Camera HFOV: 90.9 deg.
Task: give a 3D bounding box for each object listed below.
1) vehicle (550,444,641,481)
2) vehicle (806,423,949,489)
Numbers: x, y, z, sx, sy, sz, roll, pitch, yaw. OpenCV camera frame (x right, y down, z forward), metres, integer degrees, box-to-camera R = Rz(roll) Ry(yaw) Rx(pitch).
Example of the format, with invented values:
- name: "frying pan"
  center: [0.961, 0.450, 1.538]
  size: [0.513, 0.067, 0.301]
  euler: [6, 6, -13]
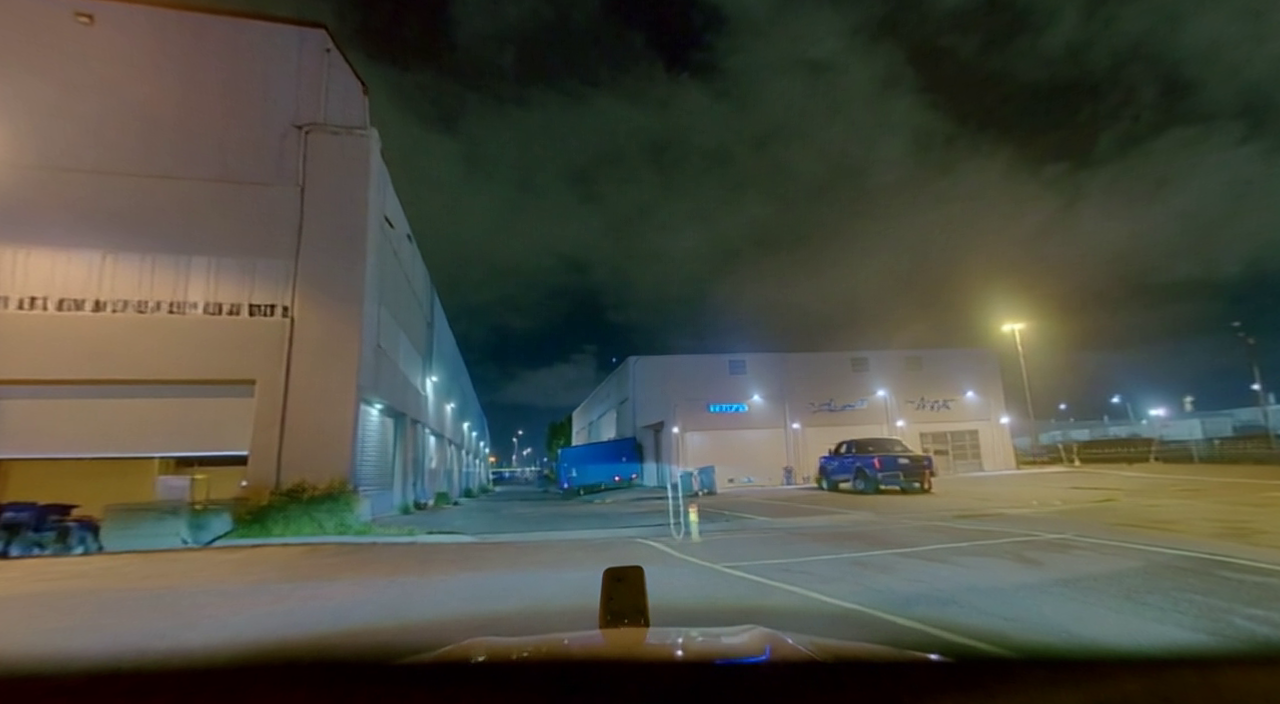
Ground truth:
- name: "vehicle"
  center: [-2.700, 6.608, 38.058]
  size: [5.207, 2.103, 1.997]
  euler: [2, -9, -15]
- name: "vehicle"
  center: [11.591, 5.088, 30.861]
  size: [6.271, 3.004, 2.298]
  euler: [3, -11, -17]
